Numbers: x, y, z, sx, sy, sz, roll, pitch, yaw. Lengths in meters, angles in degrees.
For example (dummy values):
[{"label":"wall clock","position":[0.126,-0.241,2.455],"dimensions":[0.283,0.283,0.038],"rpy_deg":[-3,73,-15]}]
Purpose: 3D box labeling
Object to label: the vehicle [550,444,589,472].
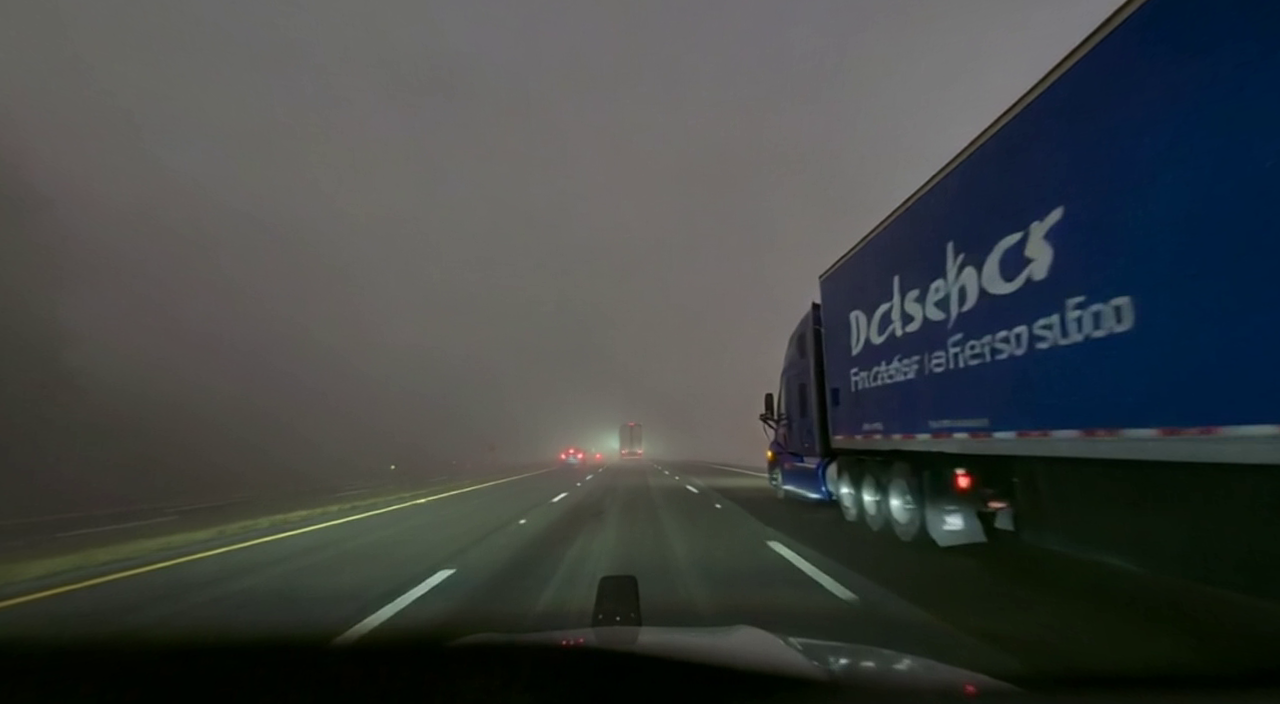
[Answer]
[{"label":"vehicle","position":[-4.536,6.903,40.896],"dimensions":[2.099,1.651,4.397],"rpy_deg":[0,-9,-1]}]
